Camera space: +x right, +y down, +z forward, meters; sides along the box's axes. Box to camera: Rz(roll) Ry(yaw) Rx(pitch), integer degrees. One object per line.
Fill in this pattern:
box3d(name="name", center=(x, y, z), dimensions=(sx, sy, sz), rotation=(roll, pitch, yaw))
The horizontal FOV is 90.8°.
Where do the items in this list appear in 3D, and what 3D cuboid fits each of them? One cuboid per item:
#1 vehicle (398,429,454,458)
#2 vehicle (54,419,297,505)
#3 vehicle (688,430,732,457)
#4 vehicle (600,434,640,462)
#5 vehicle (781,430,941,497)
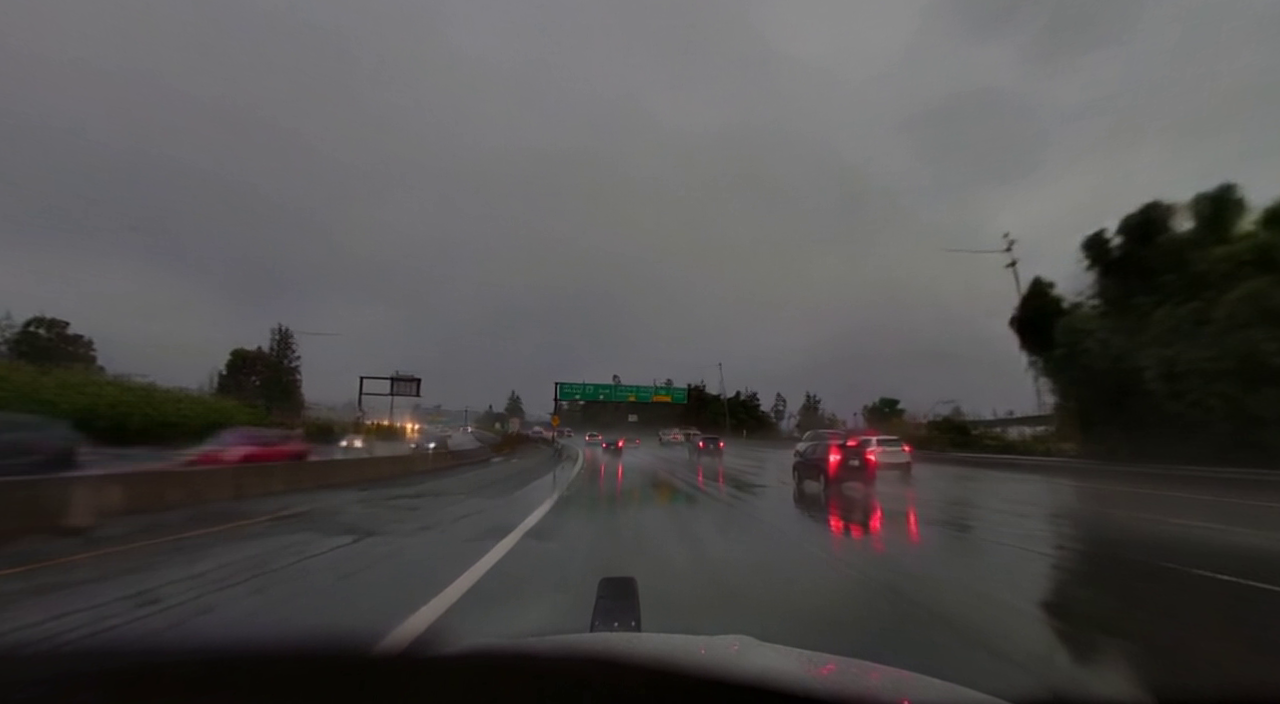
box3d(name="vehicle", center=(-13.364, 5.779, 39.708), dimensions=(1.954, 1.693, 4.417), rotation=(0, -8, 0))
box3d(name="vehicle", center=(-9.413, 2.267, 13.398), dimensions=(1.900, 1.491, 4.406), rotation=(0, -8, -2))
box3d(name="vehicle", center=(4.531, 6.036, 41.643), dimensions=(2.094, 1.652, 3.955), rotation=(1, -8, -5))
box3d(name="vehicle", center=(-1.230, 5.530, 36.508), dimensions=(2.090, 1.510, 4.280), rotation=(1, -8, -5))
box3d(name="vehicle", center=(5.597, 2.889, 16.816), dimensions=(2.196, 1.494, 4.735), rotation=(1, -8, -5))
